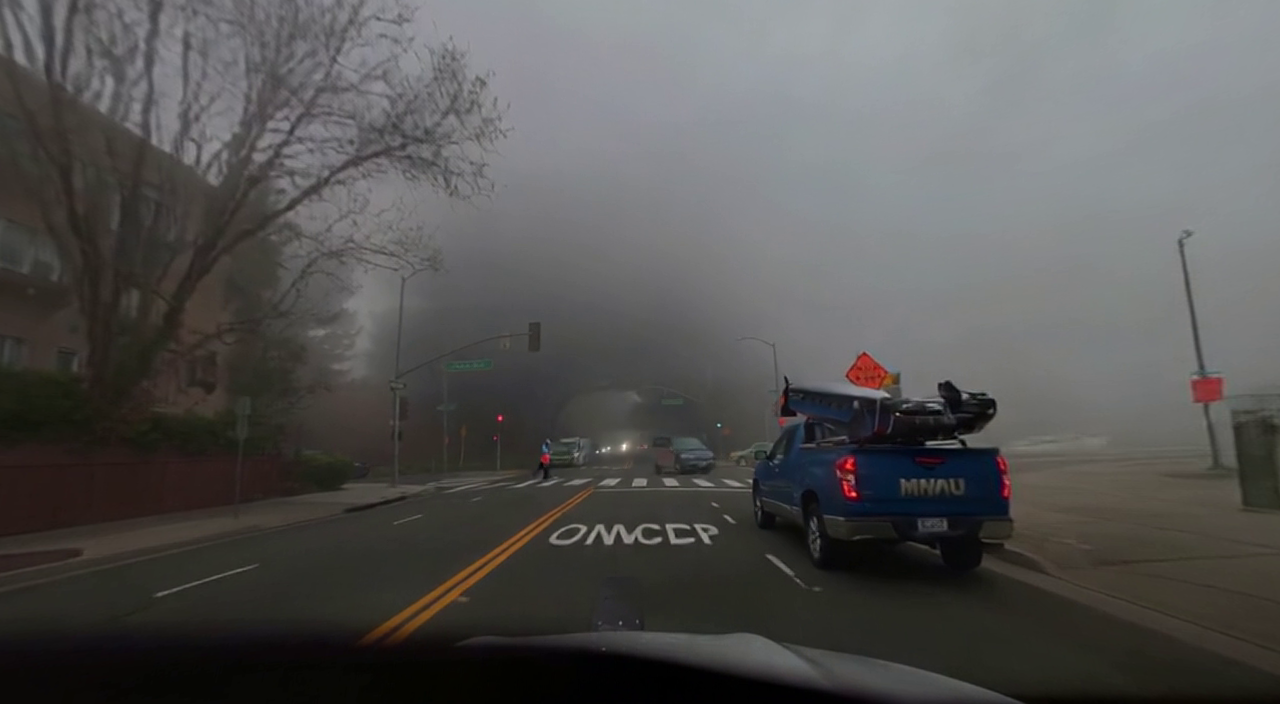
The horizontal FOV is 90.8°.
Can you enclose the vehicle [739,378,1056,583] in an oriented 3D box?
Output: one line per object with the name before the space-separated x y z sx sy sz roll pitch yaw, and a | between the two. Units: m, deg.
vehicle | 2.982 1.673 9.053 2.177 2.015 5.463 0 -9 0
